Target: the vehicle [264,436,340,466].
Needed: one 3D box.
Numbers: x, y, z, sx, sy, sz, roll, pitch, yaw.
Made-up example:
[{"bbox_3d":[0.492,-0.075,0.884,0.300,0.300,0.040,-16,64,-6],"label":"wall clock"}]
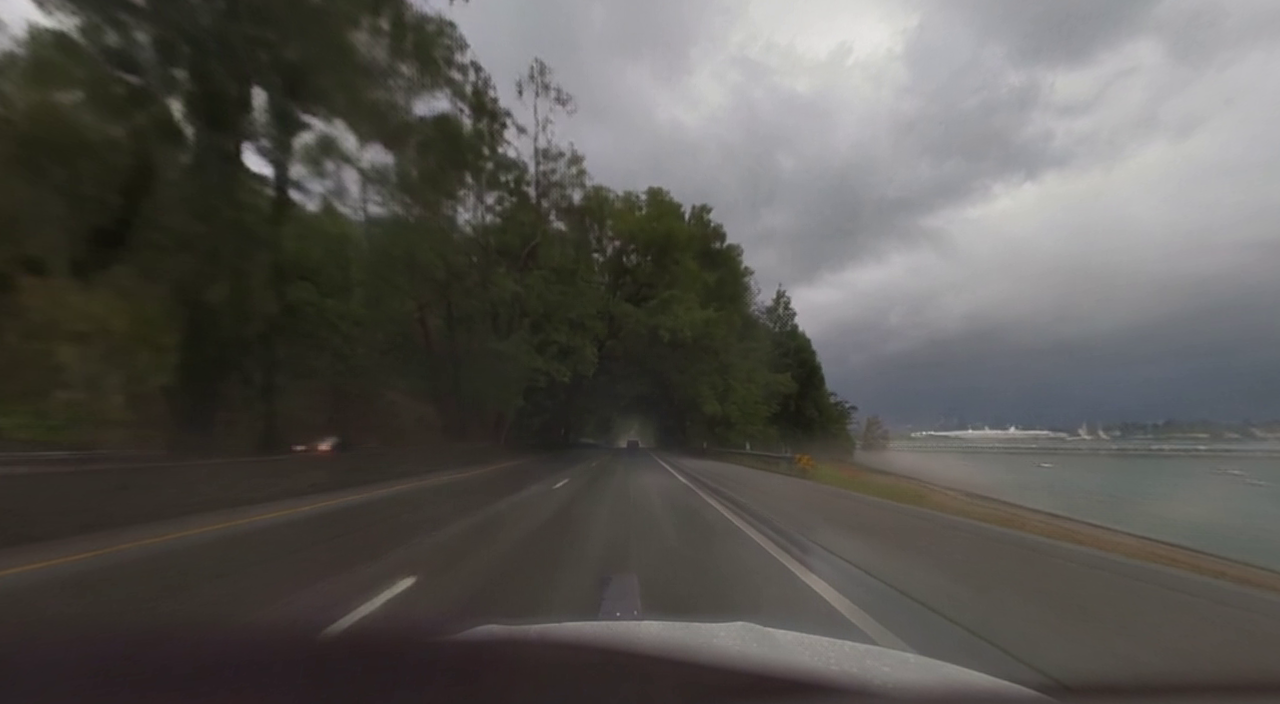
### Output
[{"bbox_3d":[-17.065,4.983,32.012,1.763,1.421,3.824,0,-8,0],"label":"vehicle"}]
